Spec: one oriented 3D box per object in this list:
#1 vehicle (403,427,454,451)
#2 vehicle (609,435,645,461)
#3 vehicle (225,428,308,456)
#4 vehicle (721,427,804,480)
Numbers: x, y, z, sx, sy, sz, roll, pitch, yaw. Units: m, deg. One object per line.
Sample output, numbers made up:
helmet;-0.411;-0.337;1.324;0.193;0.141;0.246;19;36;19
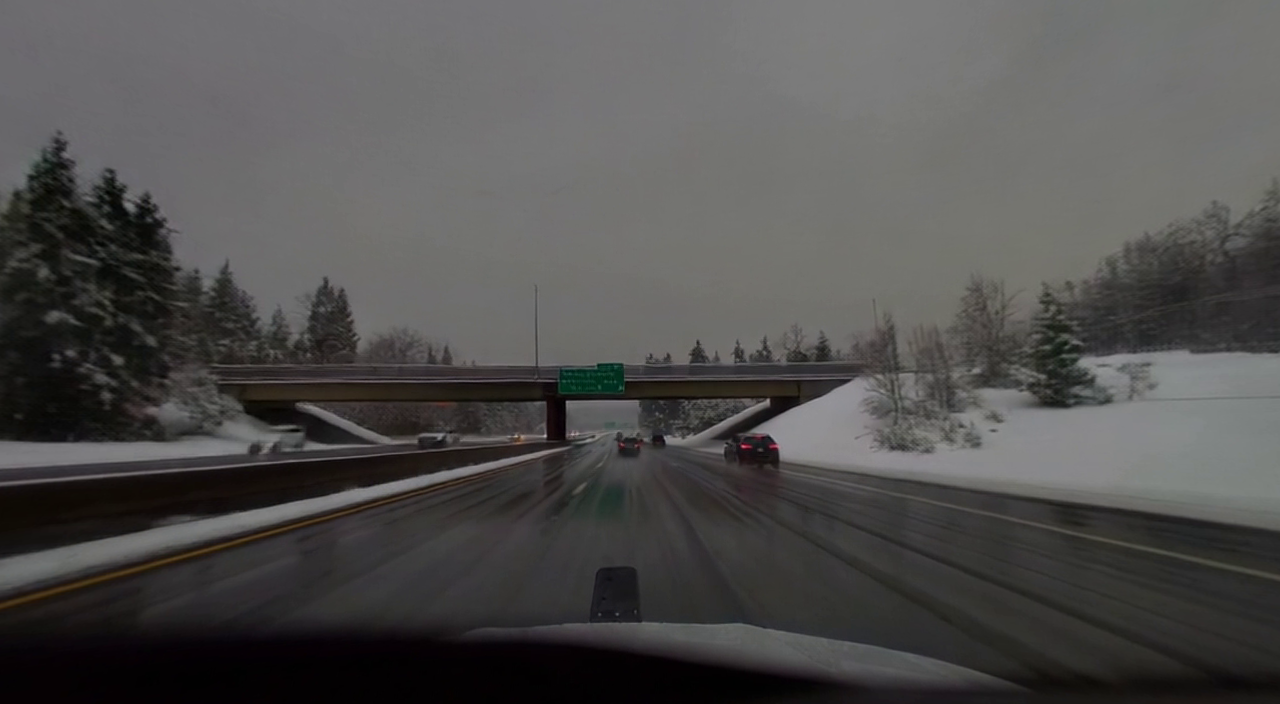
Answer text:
vehicle;-15.314;6.332;45.951;2.006;1.695;4.824;0;-8;0
vehicle;-0.789;5.577;36.887;1.987;1.440;3.565;0;-8;-2
vehicle;-21.106;5.091;35.840;1.901;1.483;4.704;0;-8;-1
vehicle;3.990;3.354;21.179;1.892;1.600;3.782;0;-8;-2
